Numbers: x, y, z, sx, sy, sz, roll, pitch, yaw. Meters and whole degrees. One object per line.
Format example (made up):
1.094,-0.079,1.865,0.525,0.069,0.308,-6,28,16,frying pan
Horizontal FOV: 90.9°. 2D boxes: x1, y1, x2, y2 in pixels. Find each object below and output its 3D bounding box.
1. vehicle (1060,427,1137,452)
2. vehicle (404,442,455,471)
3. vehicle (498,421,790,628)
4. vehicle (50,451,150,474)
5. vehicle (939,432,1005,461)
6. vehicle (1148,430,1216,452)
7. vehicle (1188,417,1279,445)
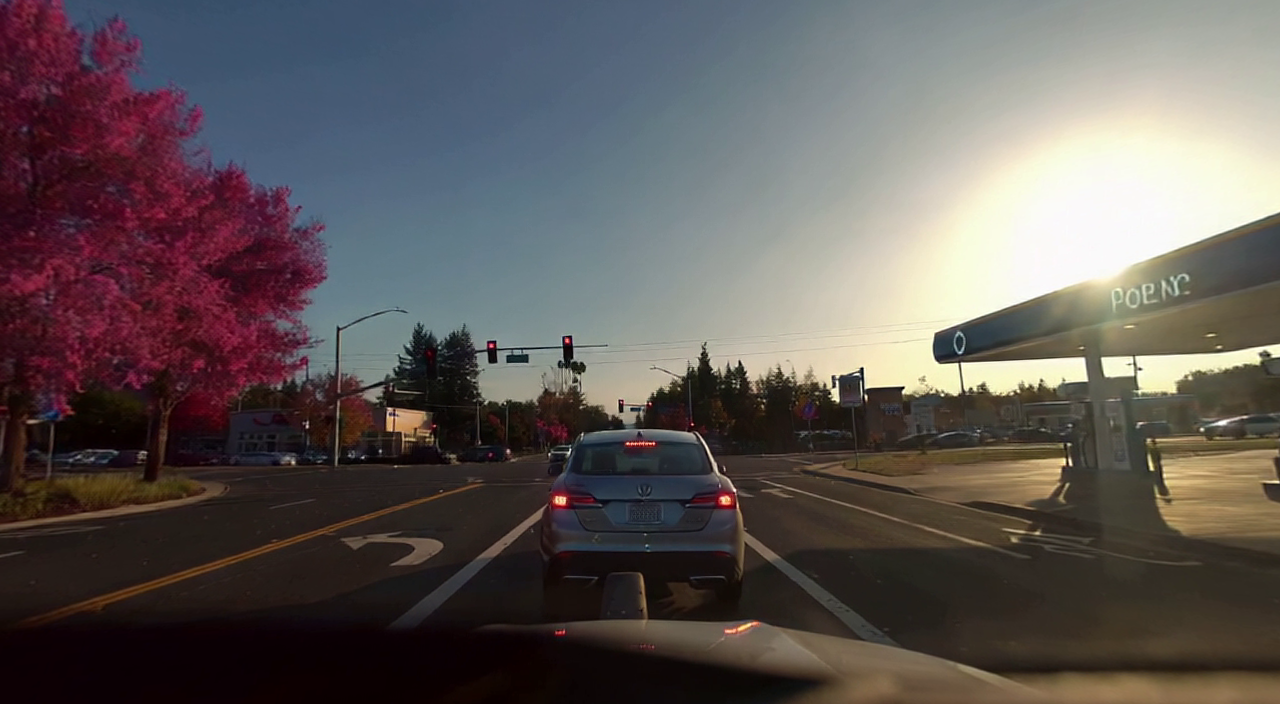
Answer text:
34.762,6.646,47.830,4.294,1.557,1.744,-4,-8,1,vehicle
-14.598,7.178,43.594,2.019,1.867,4.660,6,-10,-35,vehicle
0.017,1.556,6.673,2.112,1.482,4.057,0,-8,0,vehicle
-37.477,7.647,43.904,1.889,1.455,4.813,-4,-9,25,vehicle
18.404,5.237,34.842,2.053,1.495,4.091,-8,-12,44,vehicle
40.965,6.717,47.672,3.573,1.432,1.604,-3,-8,2,vehicle
36.339,4.858,38.485,1.848,1.581,4.475,0,-8,2,vehicle
